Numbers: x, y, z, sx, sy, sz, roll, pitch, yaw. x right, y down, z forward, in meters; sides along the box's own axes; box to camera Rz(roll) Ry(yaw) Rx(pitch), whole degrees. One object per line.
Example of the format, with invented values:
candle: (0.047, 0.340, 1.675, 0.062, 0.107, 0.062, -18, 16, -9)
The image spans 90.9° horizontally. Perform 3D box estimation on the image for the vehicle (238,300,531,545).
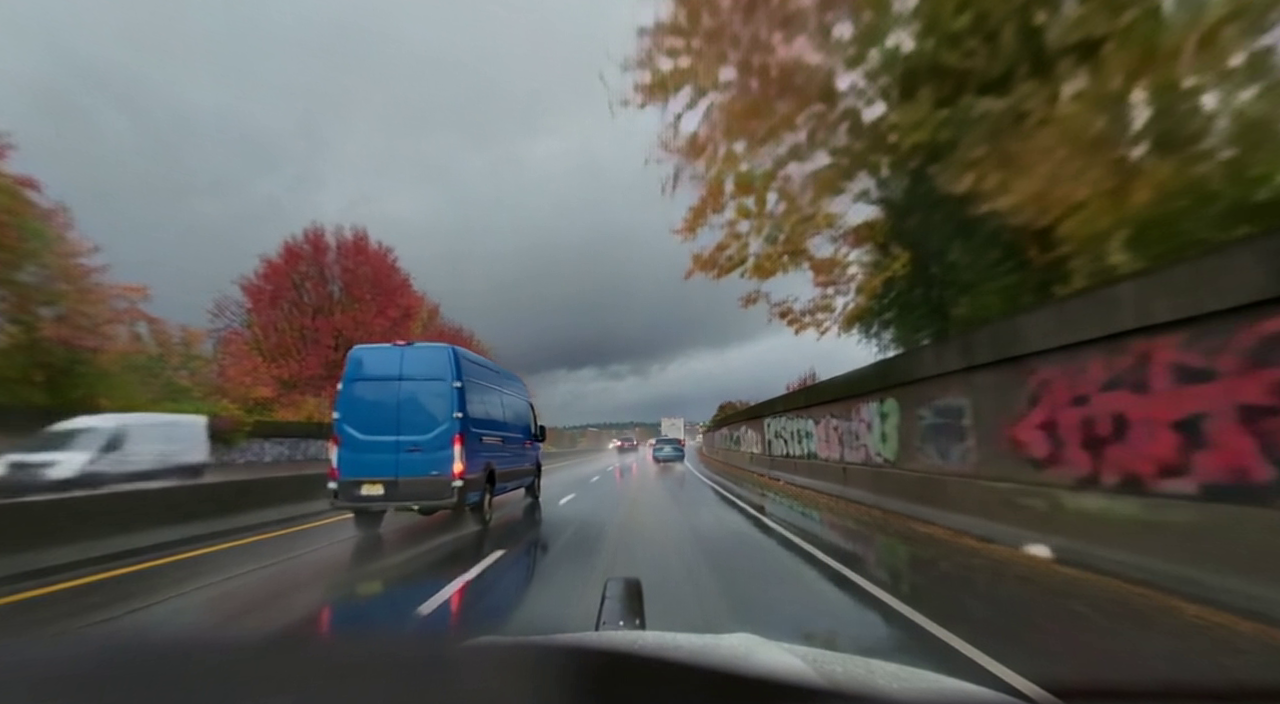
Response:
vehicle: (-3.298, 1.132, 9.689, 2.334, 2.769, 5.087, 0, -8, -1)

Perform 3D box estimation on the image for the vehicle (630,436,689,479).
vehicle: (0.712, 3.972, 24.001, 2.071, 1.487, 3.948, 0, -8, 1)
